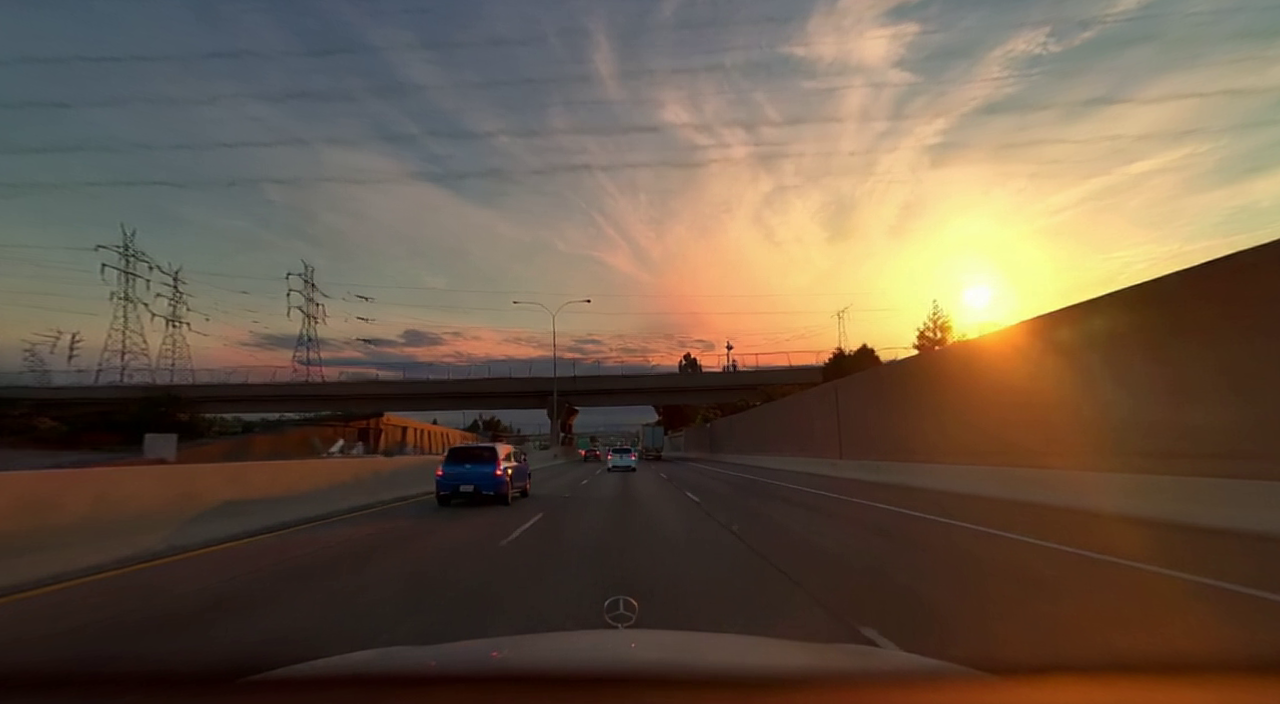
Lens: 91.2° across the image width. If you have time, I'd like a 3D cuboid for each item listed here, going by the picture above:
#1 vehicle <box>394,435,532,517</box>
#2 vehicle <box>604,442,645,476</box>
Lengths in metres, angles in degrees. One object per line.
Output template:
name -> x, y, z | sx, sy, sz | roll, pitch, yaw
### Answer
vehicle -> -3.753, 2.708, 14.119 | 1.987, 1.548, 3.981 | 0, -9, -1
vehicle -> -0.779, 5.556, 32.787 | 2.004, 1.615, 4.113 | 0, -9, -1
